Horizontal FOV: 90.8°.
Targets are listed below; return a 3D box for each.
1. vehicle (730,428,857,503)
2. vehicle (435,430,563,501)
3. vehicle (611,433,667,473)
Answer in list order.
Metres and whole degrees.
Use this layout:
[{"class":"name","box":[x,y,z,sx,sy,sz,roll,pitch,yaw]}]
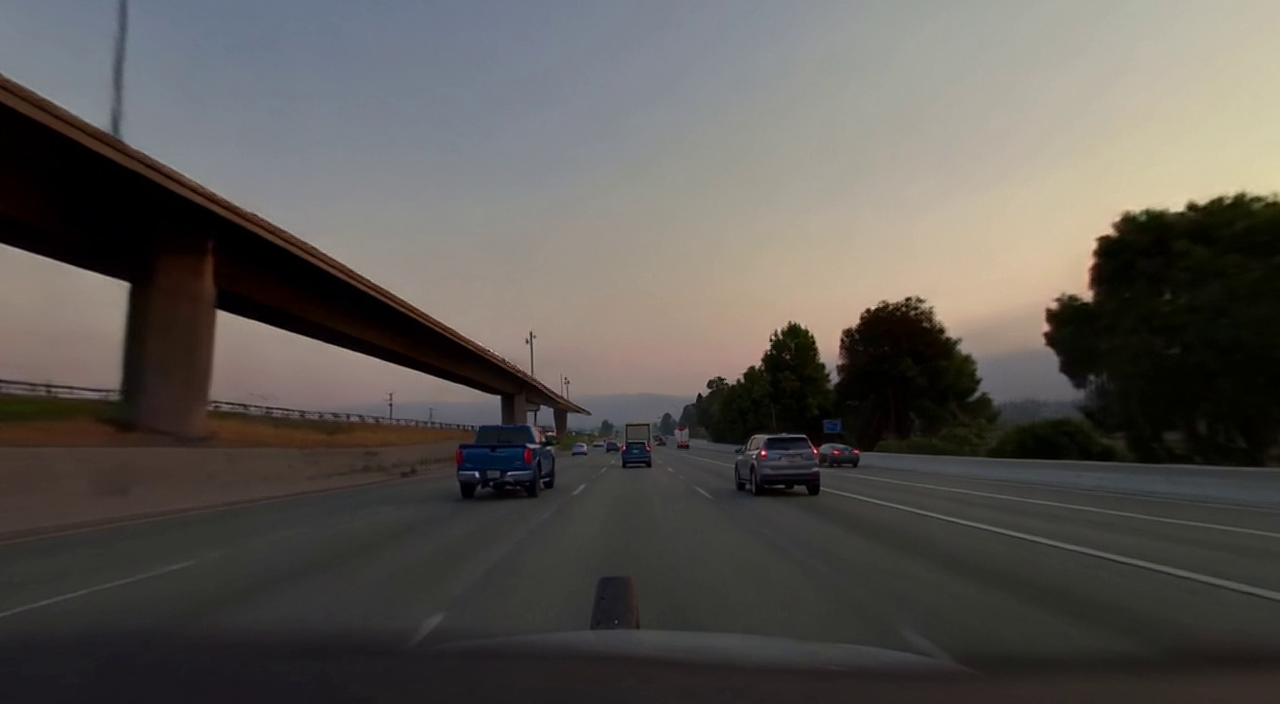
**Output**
[{"class":"vehicle","box":[3.722,2.844,16.174,2.119,1.653,4.000,0,-9,-2]},{"class":"vehicle","box":[-3.767,3.164,18.026,2.535,1.715,5.030,0,-9,-1]},{"class":"vehicle","box":[-0.054,5.135,32.239,2.572,1.837,5.693,0,-9,0]}]
